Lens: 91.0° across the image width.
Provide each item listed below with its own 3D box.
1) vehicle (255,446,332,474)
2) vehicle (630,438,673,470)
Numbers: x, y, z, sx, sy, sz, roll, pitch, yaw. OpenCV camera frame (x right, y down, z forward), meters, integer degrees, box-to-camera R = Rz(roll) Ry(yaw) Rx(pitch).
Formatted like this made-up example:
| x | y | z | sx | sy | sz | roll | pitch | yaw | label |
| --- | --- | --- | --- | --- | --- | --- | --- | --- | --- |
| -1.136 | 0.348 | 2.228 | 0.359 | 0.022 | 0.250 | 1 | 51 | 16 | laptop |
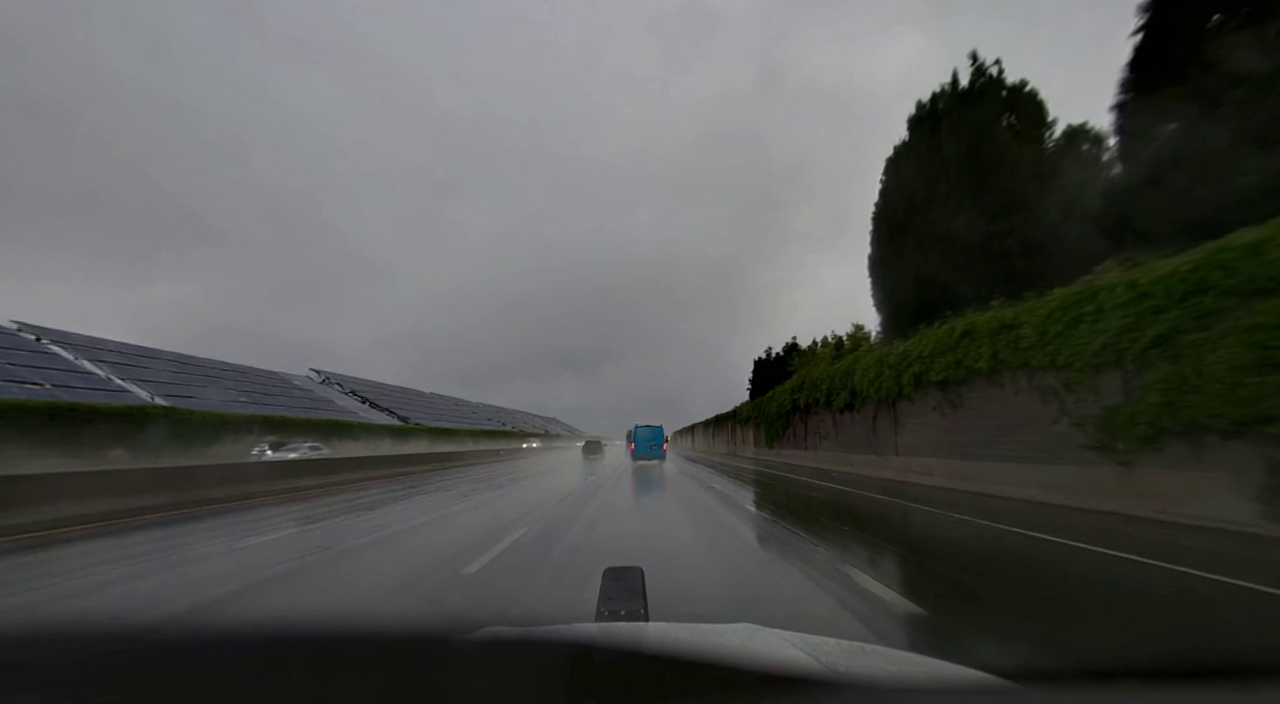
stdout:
| x | y | z | sx | sy | sz | roll | pitch | yaw | label |
| --- | --- | --- | --- | --- | --- | --- | --- | --- | --- |
| -18.471 | 5.766 | 33.769 | 1.838 | 1.391 | 3.939 | 0 | -8 | 0 | vehicle |
| 0.514 | 5.056 | 31.316 | 1.997 | 1.484 | 3.409 | 0 | -8 | -2 | vehicle |
